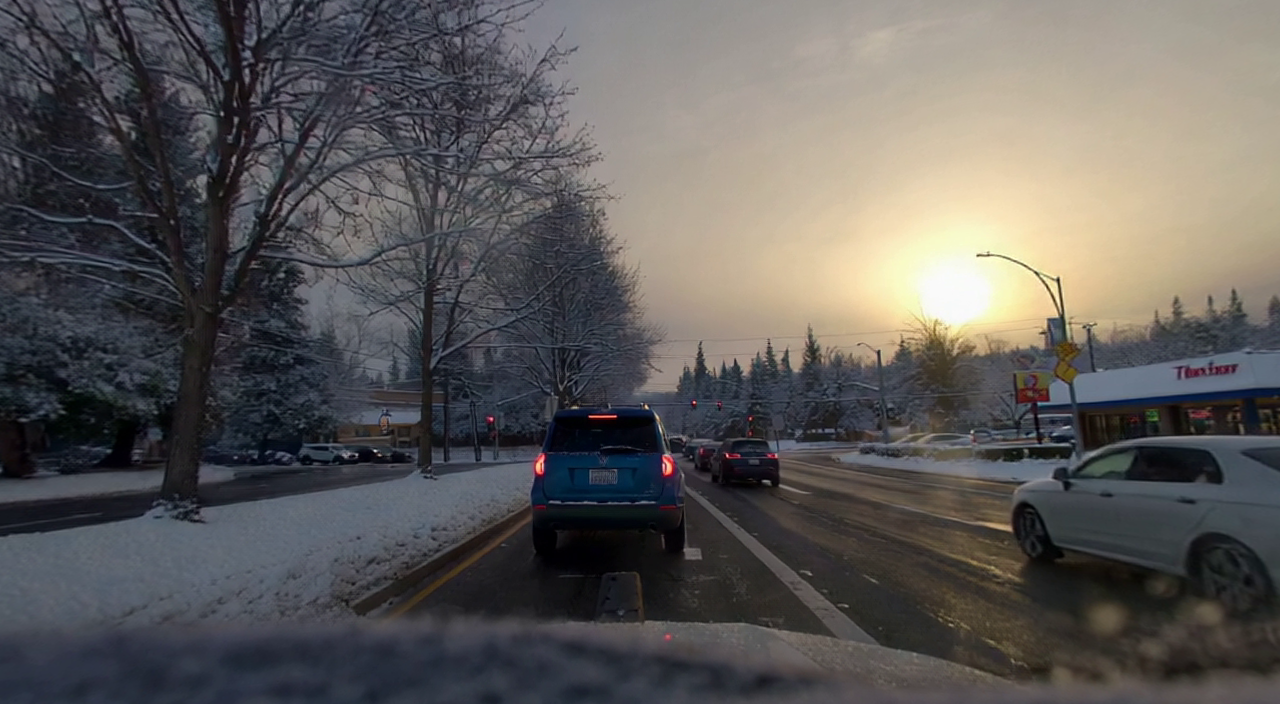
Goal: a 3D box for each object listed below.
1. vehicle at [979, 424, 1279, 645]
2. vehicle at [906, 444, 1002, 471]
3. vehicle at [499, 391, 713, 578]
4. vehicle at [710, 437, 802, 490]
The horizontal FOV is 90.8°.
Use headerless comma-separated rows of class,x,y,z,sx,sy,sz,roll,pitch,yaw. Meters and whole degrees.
vehicle,5.326,1.462,5.772,1.930,1.478,4.643,0,-9,1
vehicle,17.199,5.770,34.768,4.290,1.427,1.751,0,-9,2
vehicle,-0.297,1.650,8.649,2.096,1.837,4.687,0,-9,1
vehicle,3.702,3.681,21.176,2.098,1.555,4.778,0,-9,-1
